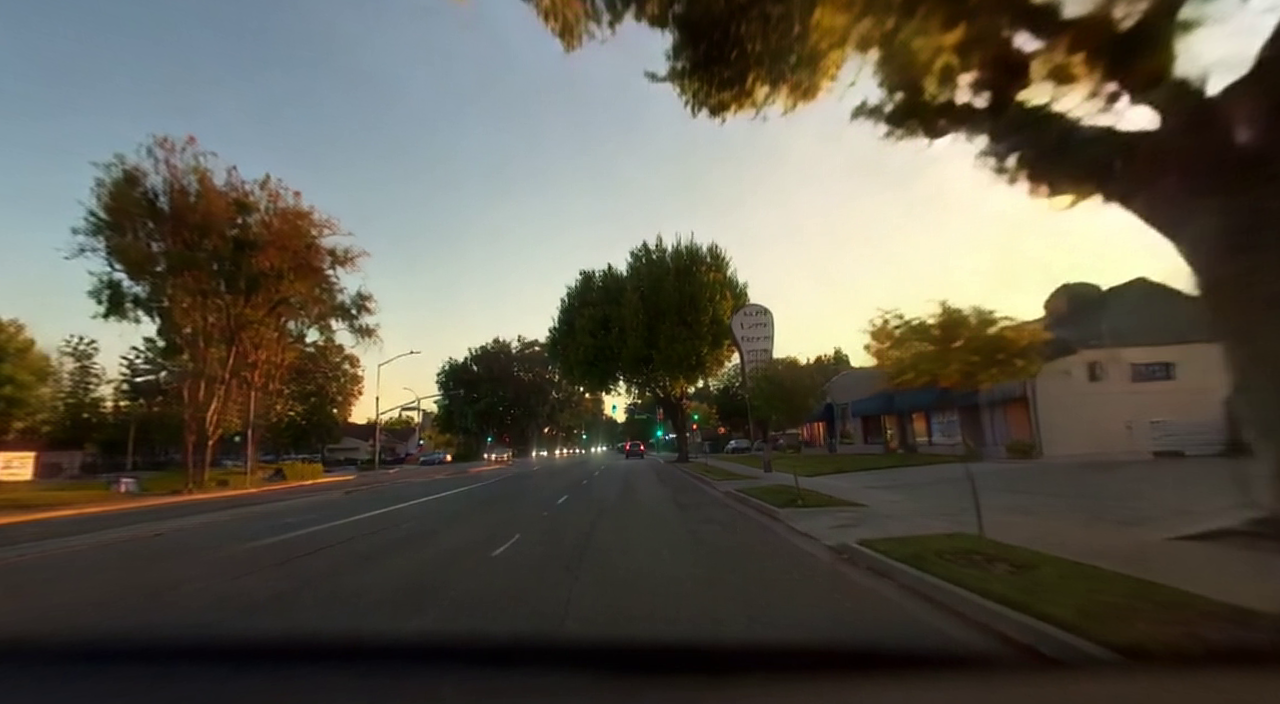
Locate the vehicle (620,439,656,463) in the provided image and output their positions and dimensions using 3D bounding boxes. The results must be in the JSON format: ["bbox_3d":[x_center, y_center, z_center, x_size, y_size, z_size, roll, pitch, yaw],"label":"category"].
[{"bbox_3d":[-0.059,7.279,46.276,2.191,1.607,4.361,-1,-9,6],"label":"vehicle"}]
